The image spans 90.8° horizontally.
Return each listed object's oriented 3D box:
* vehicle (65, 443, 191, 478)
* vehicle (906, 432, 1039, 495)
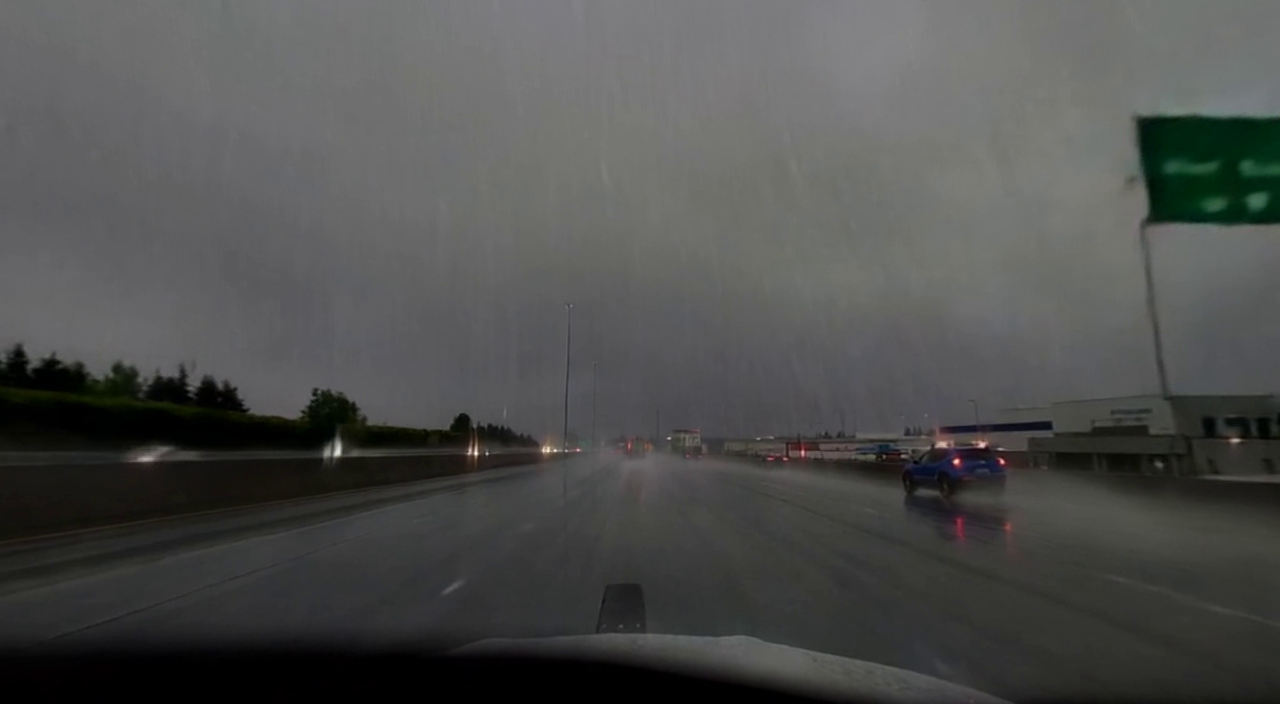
[{"bbox_3d":[-23.895,5.081,29.750,1.966,1.494,4.762,0,-9,-1],"label":"vehicle"},{"bbox_3d":[13.588,4.574,26.347,2.411,2.326,5.300,0,-9,-3],"label":"vehicle"}]
